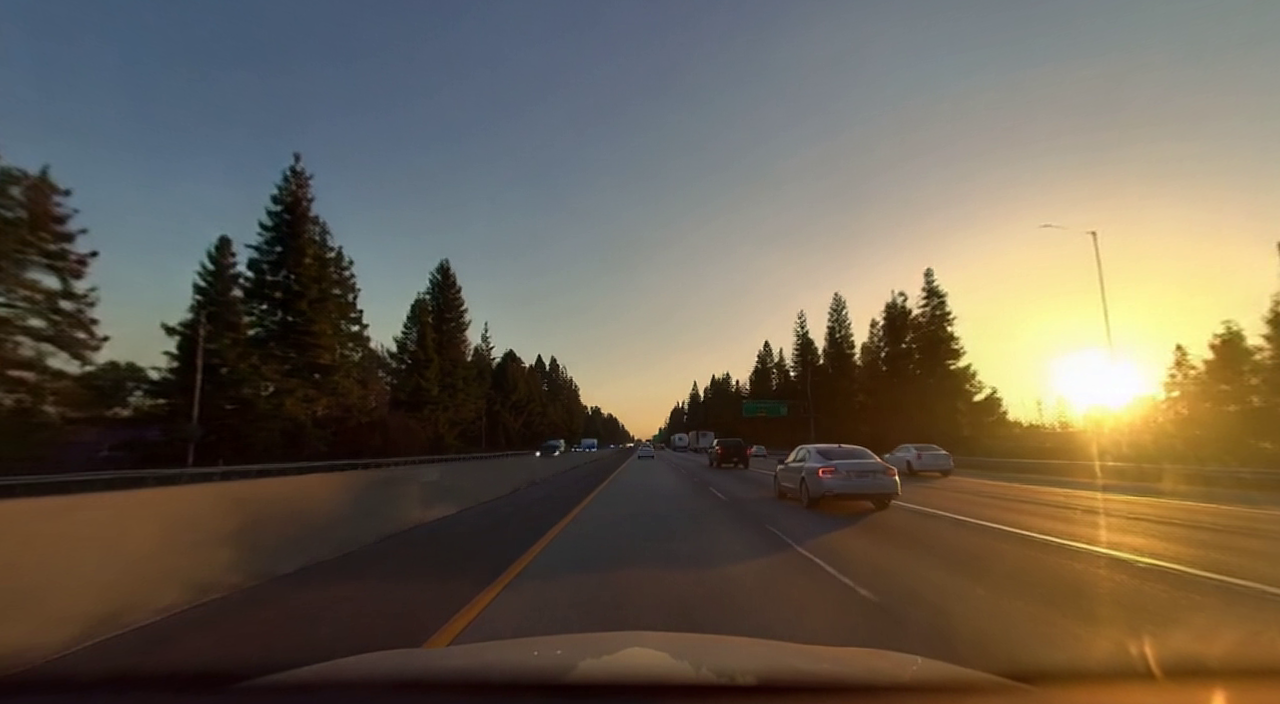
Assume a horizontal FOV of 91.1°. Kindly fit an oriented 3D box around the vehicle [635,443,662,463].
[{"bbox_3d":[0.654,7.974,49.746,2.052,1.472,4.295,0,-8,0],"label":"vehicle"}]

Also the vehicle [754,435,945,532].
[{"bbox_3d":[3.648,2.363,12.044,1.904,1.453,4.789,0,-8,-2],"label":"vehicle"}]

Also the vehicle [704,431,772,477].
[{"bbox_3d":[4.398,4.651,29.040,2.206,1.902,5.460,0,-8,-1],"label":"vehicle"}]
